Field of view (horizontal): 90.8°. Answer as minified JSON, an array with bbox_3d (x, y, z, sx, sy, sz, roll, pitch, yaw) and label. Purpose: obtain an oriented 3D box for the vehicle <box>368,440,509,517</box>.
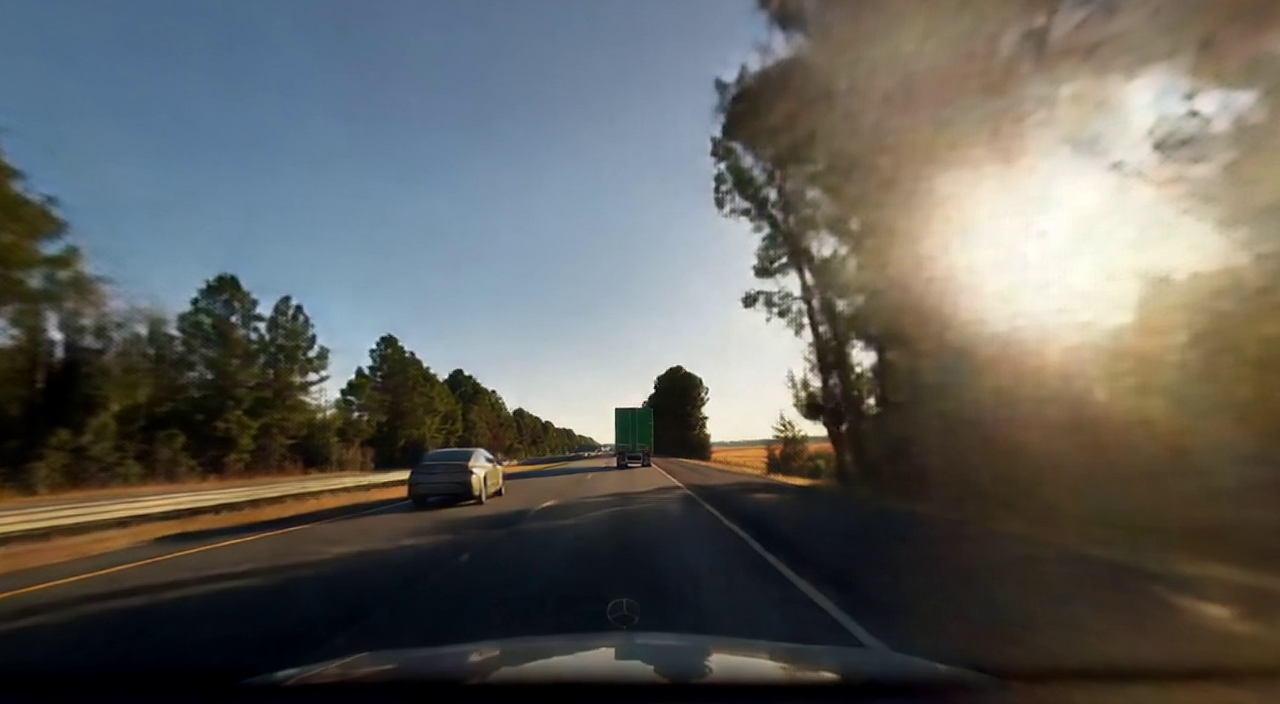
[{"bbox_3d":[-4.383,2.800,14.399,1.937,1.493,3.779,0,-9,0],"label":"vehicle"}]
